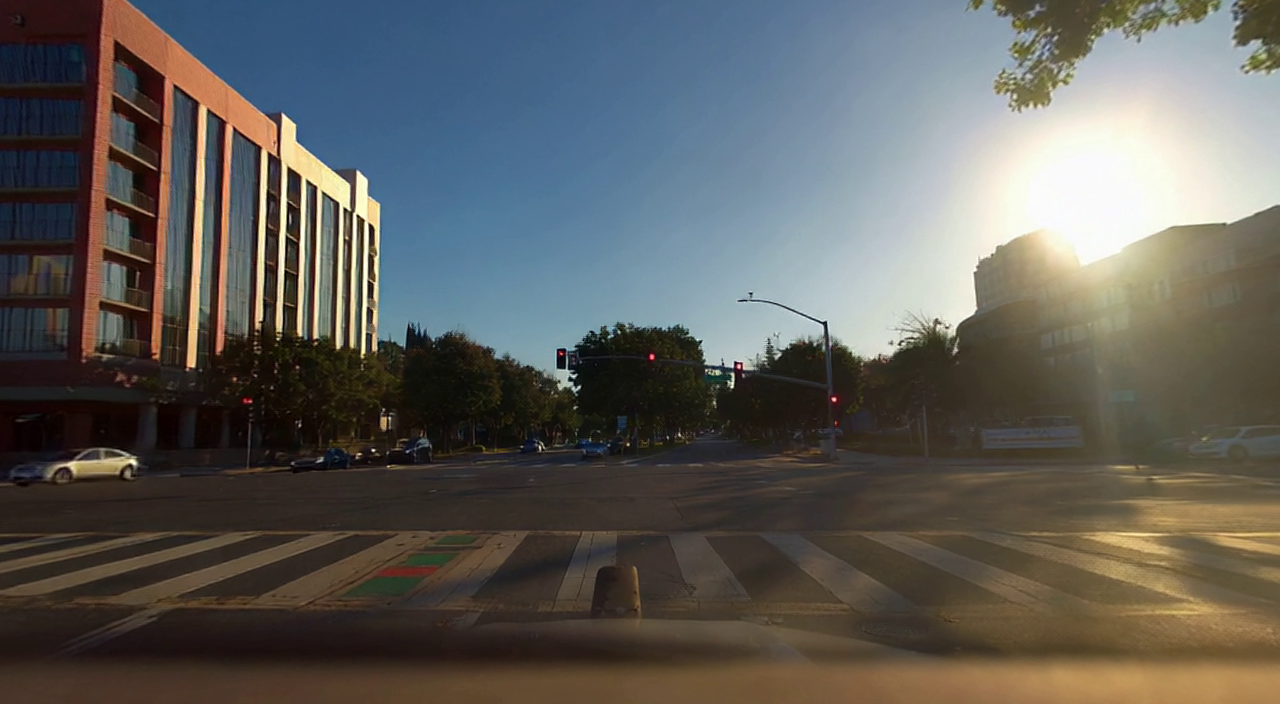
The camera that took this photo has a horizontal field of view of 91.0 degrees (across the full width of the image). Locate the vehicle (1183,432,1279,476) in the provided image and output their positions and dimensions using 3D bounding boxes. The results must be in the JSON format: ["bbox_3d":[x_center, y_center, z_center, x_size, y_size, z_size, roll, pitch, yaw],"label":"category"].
[{"bbox_3d":[22.304,3.583,22.248,4.474,1.477,1.908,0,-9,-3],"label":"vehicle"}]

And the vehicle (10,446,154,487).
[{"bbox_3d":[-27.390,5.555,31.045,2.032,1.839,4.884,-7,-11,39],"label":"vehicle"}]

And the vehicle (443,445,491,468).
[{"bbox_3d":[-11.657,7.066,42.691,1.911,1.476,4.297,-1,-9,2],"label":"vehicle"}]

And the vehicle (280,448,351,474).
[{"bbox_3d":[-21.683,7.296,42.297,1.929,1.619,4.577,-1,-9,6],"label":"vehicle"}]

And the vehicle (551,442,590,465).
[{"bbox_3d":[-4.551,6.722,41.679,1.954,1.431,4.050,0,-9,2],"label":"vehicle"}]

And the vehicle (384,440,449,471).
[{"bbox_3d":[-15.160,7.036,43.147,2.340,1.946,5.450,0,-9,2],"label":"vehicle"}]

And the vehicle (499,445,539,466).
[{"bbox_3d":[-8.116,7.004,42.609,1.910,1.321,3.692,0,-9,1],"label":"vehicle"}]
